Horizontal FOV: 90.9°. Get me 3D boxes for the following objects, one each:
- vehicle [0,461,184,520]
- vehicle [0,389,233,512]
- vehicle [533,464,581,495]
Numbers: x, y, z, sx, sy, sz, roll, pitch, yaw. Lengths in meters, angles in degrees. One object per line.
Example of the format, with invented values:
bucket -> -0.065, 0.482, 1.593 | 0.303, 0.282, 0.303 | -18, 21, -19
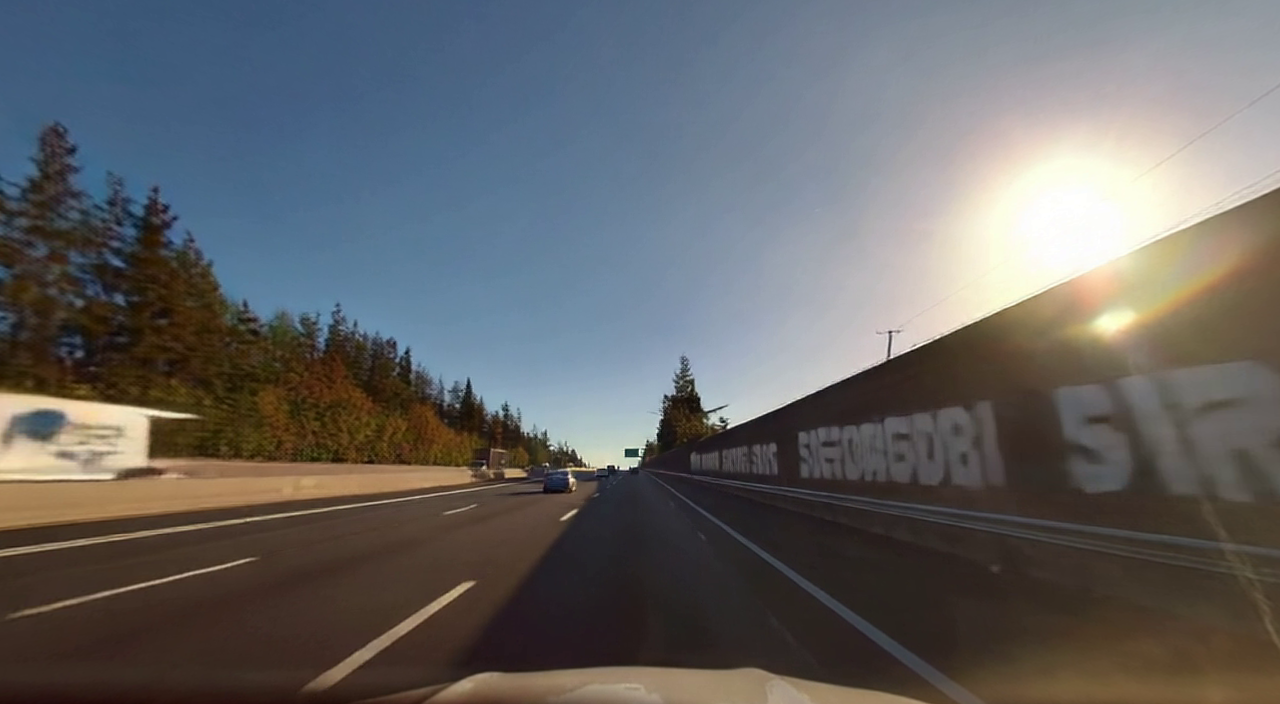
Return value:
vehicle -> -15.828, 3.921, 18.237 | 1.842, 1.456, 4.483 | 1, -10, 0
vehicle -> -22.861, 4.097, 25.490 | 2.914, 4.029, 14.713 | 1, -11, 0
vehicle -> -4.134, 6.435, 31.896 | 1.941, 1.437, 3.829 | 1, -10, 0
